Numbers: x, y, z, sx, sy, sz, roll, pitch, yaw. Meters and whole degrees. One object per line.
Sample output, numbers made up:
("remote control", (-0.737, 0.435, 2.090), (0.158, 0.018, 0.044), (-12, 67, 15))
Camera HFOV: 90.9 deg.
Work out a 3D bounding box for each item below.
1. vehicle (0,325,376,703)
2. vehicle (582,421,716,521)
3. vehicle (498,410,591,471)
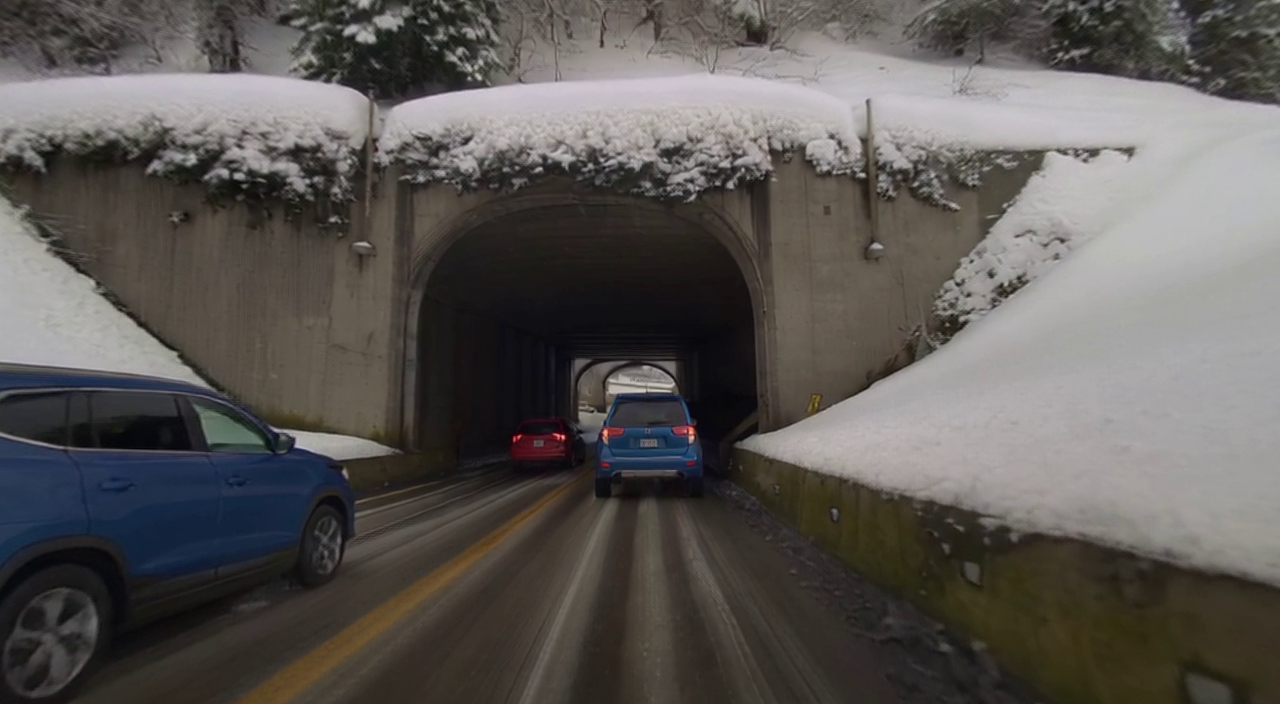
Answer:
("vehicle", (-3.556, 0.946, 3.654), (2.017, 1.761, 4.572), (0, -8, 1))
("vehicle", (0.114, 2.098, 11.632), (2.020, 1.478, 4.092), (0, -8, -1))
("vehicle", (-3.372, 3.316, 23.562), (2.329, 1.948, 5.800), (-1, -8, 3))
